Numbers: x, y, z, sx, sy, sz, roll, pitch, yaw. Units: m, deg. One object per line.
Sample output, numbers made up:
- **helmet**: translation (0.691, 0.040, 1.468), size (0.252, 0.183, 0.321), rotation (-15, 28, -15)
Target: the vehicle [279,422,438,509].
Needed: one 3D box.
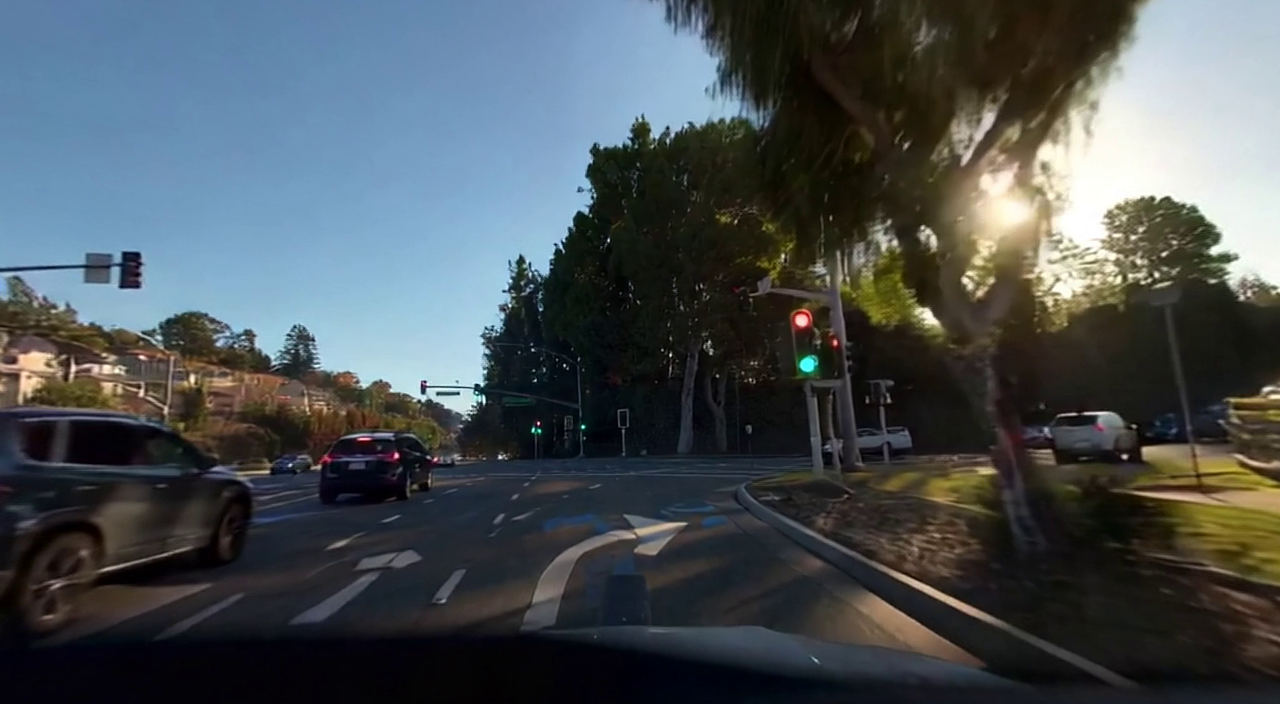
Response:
- **vehicle**: translation (-6.081, 2.489, 14.218), size (2.024, 1.655, 4.301), rotation (1, -8, -7)

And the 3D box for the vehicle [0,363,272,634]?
- **vehicle**: translation (-5.596, 1.215, 5.728), size (2.152, 1.822, 4.391), rotation (1, -8, -6)

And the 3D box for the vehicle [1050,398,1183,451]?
- **vehicle**: translation (26.813, 4.136, 35.402), size (6.269, 2.785, 2.334), rotation (2, -9, -14)
